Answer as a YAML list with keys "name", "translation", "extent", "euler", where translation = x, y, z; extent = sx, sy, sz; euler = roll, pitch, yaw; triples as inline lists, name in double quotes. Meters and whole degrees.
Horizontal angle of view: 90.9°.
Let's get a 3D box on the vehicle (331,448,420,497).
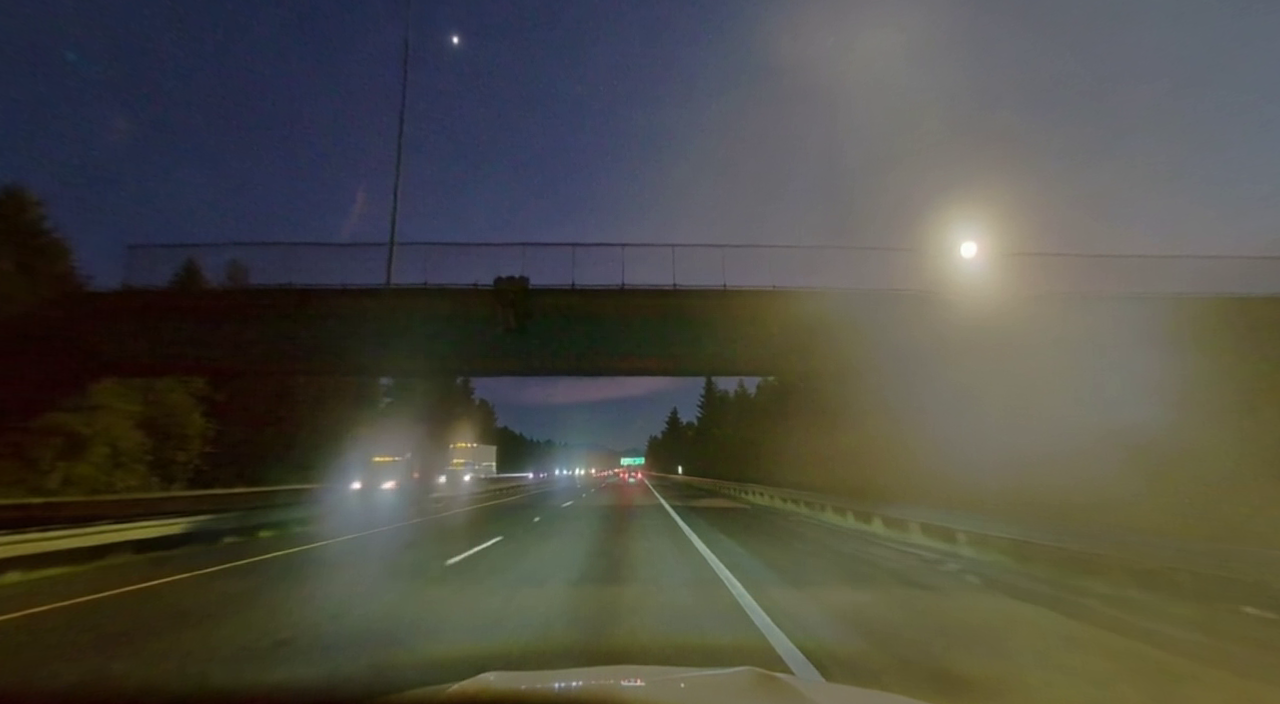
- name: "vehicle"
  translation: [-13.892, 6.388, 33.547]
  extent: [2.188, 2.337, 5.728]
  euler: [1, -11, 0]
